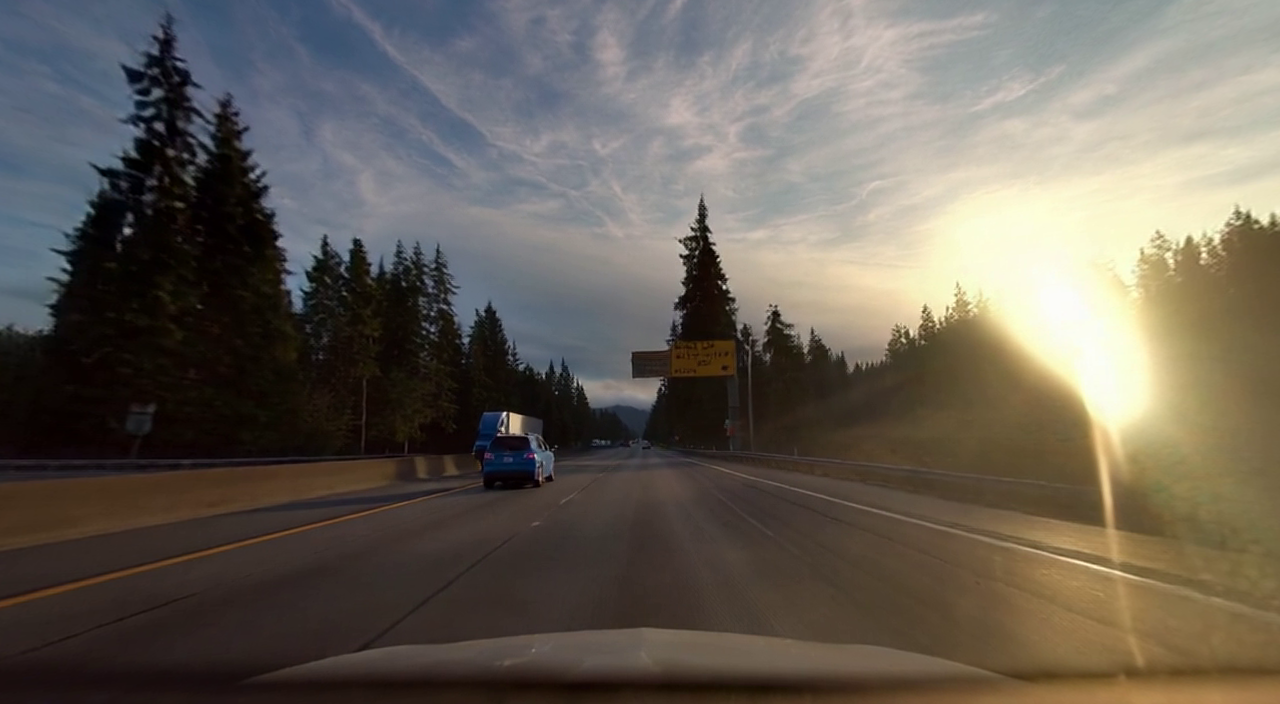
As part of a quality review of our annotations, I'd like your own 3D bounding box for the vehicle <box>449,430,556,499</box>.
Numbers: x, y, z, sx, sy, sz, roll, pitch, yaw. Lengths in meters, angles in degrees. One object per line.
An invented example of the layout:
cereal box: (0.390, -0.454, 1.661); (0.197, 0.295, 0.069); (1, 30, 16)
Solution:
vehicle: (-3.848, 3.221, 18.531); (2.084, 1.752, 4.479); (0, -8, 1)
